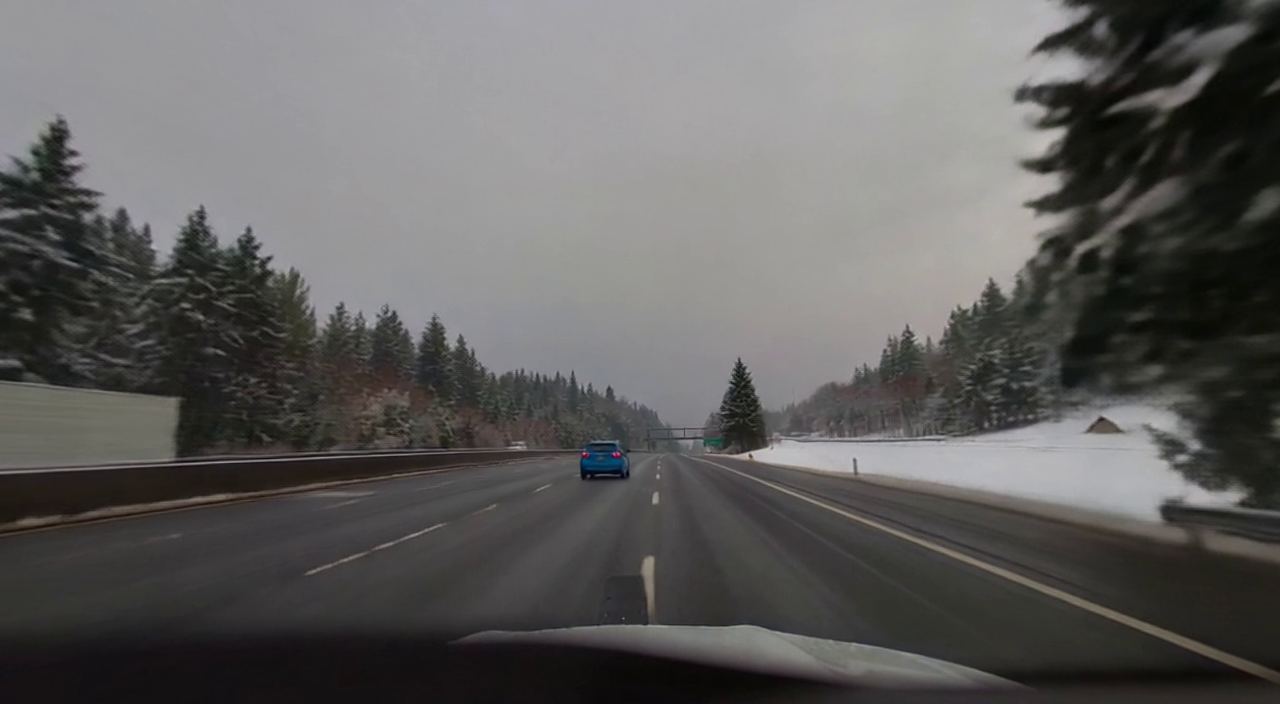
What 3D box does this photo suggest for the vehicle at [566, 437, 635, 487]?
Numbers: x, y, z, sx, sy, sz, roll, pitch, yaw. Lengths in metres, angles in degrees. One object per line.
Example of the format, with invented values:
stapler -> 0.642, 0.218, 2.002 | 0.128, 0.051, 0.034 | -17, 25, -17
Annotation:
vehicle -> -1.380, 4.083, 23.702 | 2.133, 1.686, 4.203 | -1, -8, 2

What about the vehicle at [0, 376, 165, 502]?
vehicle -> -22.664, 2.673, 19.338 | 2.972, 4.100, 16.483 | -1, -8, 1
